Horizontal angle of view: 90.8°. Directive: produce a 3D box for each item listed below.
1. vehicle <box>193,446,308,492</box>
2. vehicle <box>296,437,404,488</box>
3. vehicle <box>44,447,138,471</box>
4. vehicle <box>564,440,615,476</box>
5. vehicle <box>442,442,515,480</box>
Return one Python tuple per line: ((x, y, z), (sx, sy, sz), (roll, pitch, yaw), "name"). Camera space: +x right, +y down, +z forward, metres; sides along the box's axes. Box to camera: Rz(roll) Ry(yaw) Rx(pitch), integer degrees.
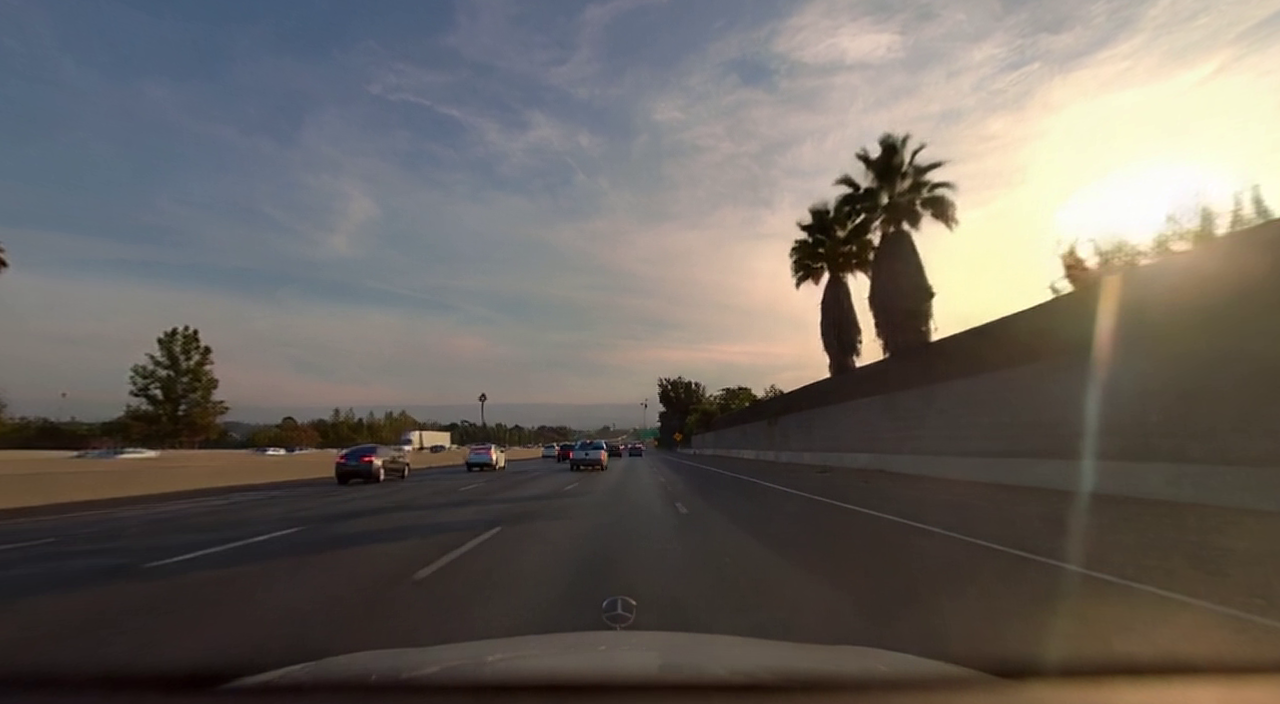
((-15.654, 4.687, 25.723), (1.836, 1.662, 4.317), (0, -9, 1), "vehicle")
((-11.664, 4.457, 25.881), (1.986, 1.875, 4.902), (0, -9, 1), "vehicle")
((-35.749, 6.948, 41.297), (1.797, 1.458, 4.635), (-1, -9, 4), "vehicle")
((-2.471, 5.338, 31.962), (2.201, 1.672, 4.128), (0, -9, 0), "vehicle")
((-7.608, 5.183, 30.273), (2.204, 1.677, 4.438), (0, -9, 1), "vehicle")
